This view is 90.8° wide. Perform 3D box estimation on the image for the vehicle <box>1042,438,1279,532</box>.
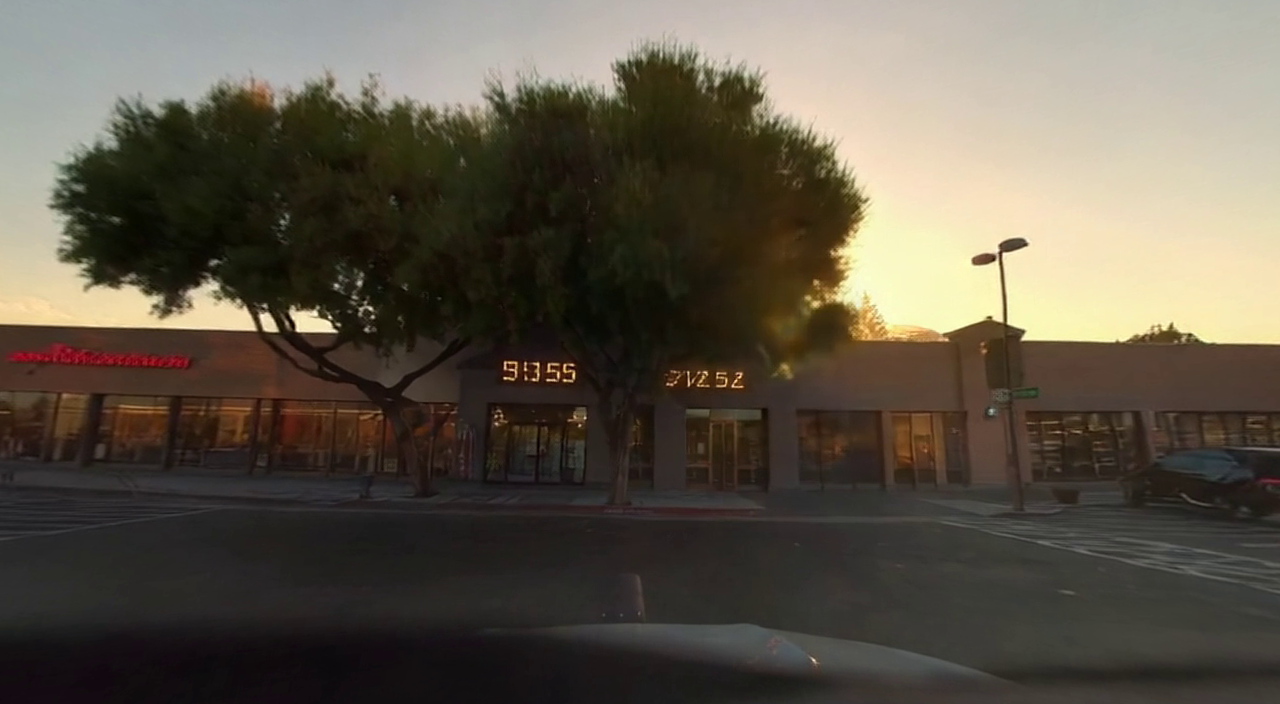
[{"bbox_3d":[11.032,2.517,12.670,2.140,1.507,4.856,1,-9,-11],"label":"vehicle"}]
